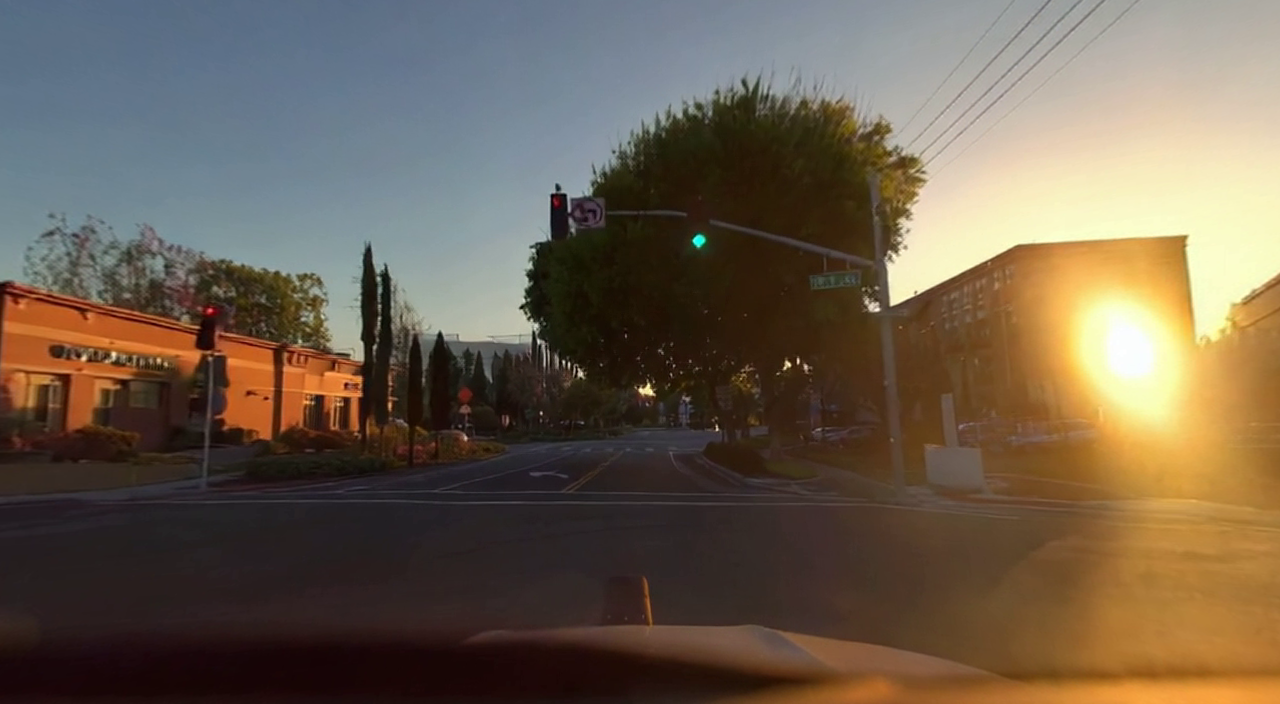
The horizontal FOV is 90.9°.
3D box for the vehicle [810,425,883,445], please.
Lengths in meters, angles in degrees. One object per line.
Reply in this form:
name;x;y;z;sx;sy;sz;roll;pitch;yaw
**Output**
vehicle;14.958;6.041;45.768;4.693;1.437;1.799;0;-8;3
